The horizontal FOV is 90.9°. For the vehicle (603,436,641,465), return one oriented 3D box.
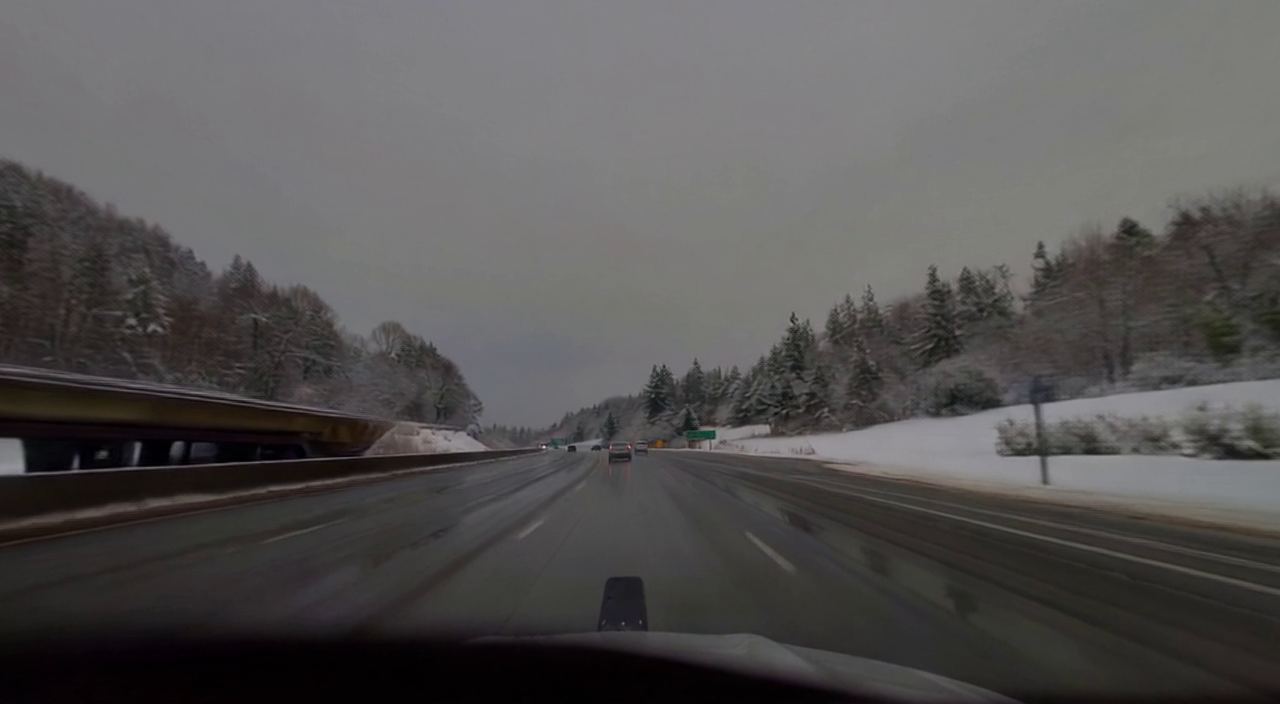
[{"bbox_3d":[-1.247,6.480,41.742,2.328,1.805,4.502,0,-8,-4],"label":"vehicle"}]
